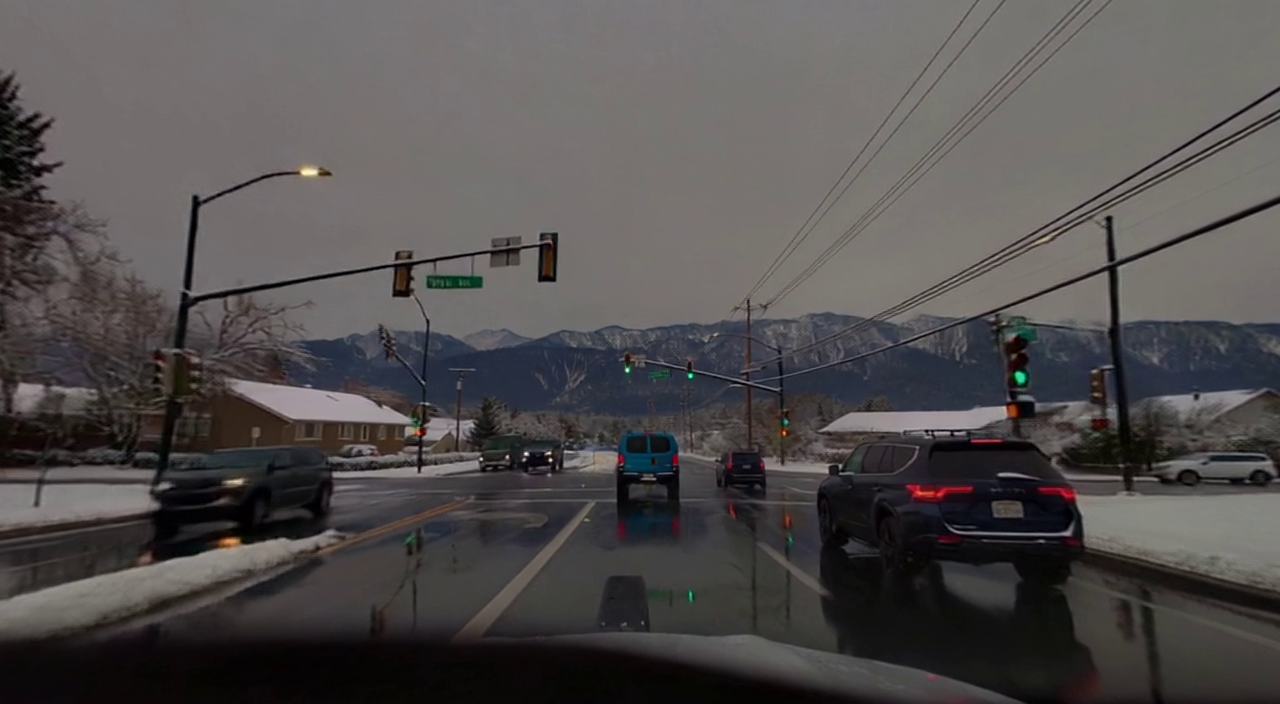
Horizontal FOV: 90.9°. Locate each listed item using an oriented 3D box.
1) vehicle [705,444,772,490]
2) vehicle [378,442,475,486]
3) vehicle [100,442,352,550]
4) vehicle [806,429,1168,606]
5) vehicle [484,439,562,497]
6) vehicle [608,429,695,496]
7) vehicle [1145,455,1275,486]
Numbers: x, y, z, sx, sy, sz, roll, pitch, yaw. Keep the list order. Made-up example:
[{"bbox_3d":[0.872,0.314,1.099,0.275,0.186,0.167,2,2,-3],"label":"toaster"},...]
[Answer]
[{"bbox_3d":[3.807,4.493,25.029,1.957,1.646,4.355,0,-8,0],"label":"vehicle"},{"bbox_3d":[-9.871,5.084,29.052,4.530,1.864,1.999,-7,-11,38],"label":"vehicle"},{"bbox_3d":[-7.093,2.442,11.573,2.005,1.533,4.644,1,-8,-8],"label":"vehicle"},{"bbox_3d":[3.927,1.920,8.412,2.155,1.658,4.721,0,-8,1],"label":"vehicle"},{"bbox_3d":[-4.095,3.868,21.497,2.059,1.749,4.458,3,-9,-17],"label":"vehicle"},{"bbox_3d":[0.378,3.734,21.766,2.636,2.011,5.130,0,-8,1],"label":"vehicle"},{"bbox_3d":[29.178,6.042,32.365,4.649,1.481,2.019,0,-8,1],"label":"vehicle"}]
